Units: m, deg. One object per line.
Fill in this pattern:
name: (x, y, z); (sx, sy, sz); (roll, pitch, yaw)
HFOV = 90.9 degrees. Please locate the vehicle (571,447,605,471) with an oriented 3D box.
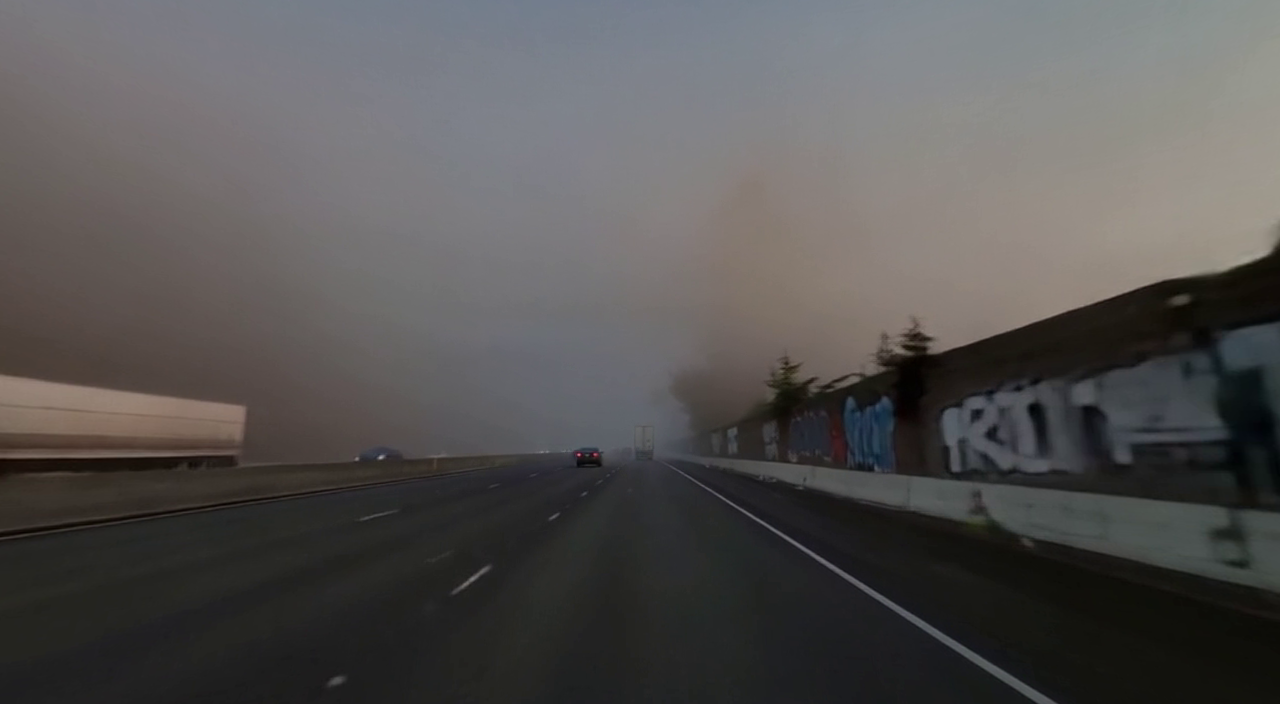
vehicle: (-3.287, 6.854, 40.529); (1.803, 1.466, 4.509); (0, -9, 0)

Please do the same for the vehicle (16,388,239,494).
vehicle: (-22.075, 4.008, 28.095); (2.850, 4.006, 8.213); (0, -9, 0)

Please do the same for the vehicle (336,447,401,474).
vehicle: (-17.998, 7.186, 42.063); (1.980, 1.638, 5.194); (0, -9, 0)
